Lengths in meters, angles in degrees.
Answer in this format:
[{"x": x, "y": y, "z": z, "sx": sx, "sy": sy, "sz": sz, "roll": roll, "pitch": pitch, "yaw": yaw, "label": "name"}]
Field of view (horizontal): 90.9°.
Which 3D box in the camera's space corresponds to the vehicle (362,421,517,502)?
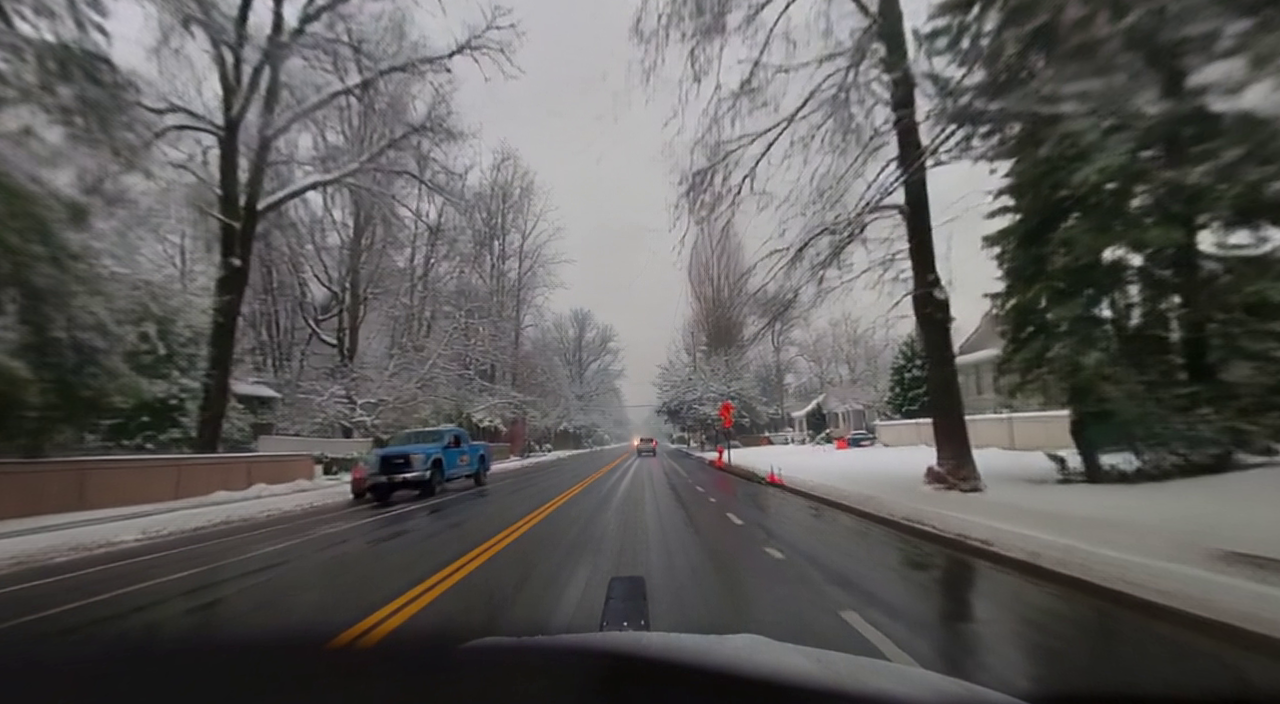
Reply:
[{"x": -6.453, "y": 3.595, "z": 21.176, "sx": 2.517, "sy": 2.323, "sz": 5.205, "roll": -2, "pitch": -9, "yaw": 14, "label": "vehicle"}]
